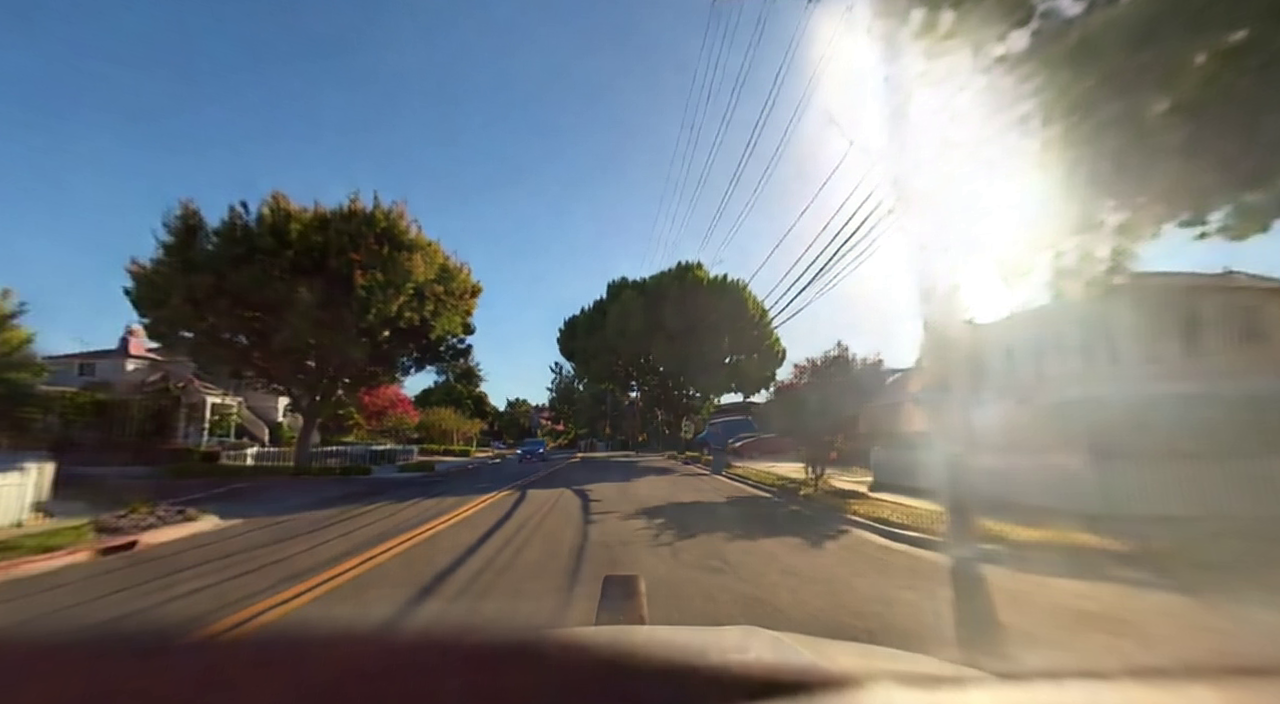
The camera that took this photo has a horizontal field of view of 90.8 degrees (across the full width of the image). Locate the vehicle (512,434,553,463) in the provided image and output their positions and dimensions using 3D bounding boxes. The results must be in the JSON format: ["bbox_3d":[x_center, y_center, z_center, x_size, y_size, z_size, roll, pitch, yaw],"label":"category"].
[{"bbox_3d":[-5.989,5.425,35.724,1.892,1.501,4.335,1,-7,-5],"label":"vehicle"}]

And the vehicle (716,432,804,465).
[{"bbox_3d":[6.660,5.412,35.463,4.412,1.565,1.957,-2,-7,-2],"label":"vehicle"}]

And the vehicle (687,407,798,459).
[{"bbox_3d":[7.142,5.724,44.527,7.115,3.010,2.378,-3,-9,-8],"label":"vehicle"}]

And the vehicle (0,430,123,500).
[{"bbox_3d":[-14.975,2.493,14.281,4.751,1.459,1.996,0,-7,-2],"label":"vehicle"}]
